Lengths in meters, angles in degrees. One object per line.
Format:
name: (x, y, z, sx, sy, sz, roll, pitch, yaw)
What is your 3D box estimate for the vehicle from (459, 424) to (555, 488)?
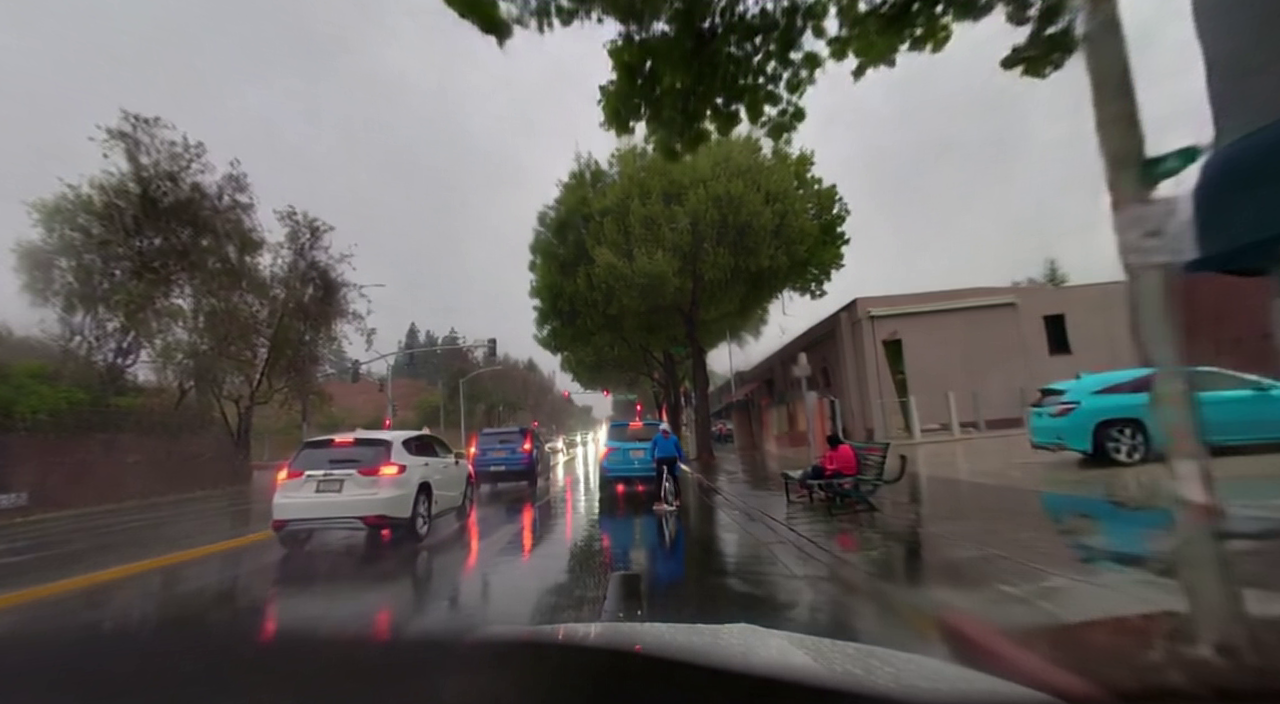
vehicle: (-3.935, 3.174, 19.549, 2.046, 1.750, 4.452, 0, -8, -1)

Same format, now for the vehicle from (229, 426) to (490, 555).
vehicle: (-3.766, 1.917, 9.490, 2.064, 1.486, 4.140, 0, -8, -1)

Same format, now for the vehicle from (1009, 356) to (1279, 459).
vehicle: (8.529, 0.933, 10.022, 4.159, 1.416, 2.049, 1, -8, -9)

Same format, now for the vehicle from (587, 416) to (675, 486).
vehicle: (-0.310, 3.071, 19.846, 2.426, 1.882, 5.027, 0, -8, -1)
